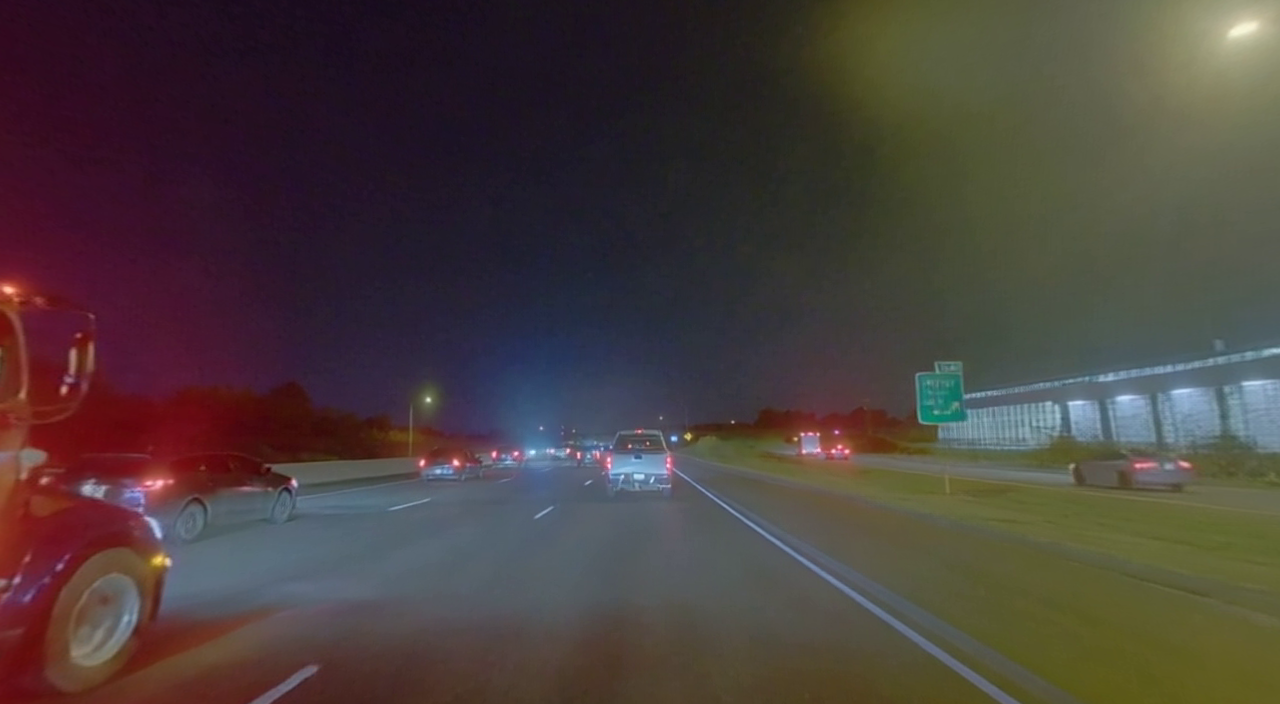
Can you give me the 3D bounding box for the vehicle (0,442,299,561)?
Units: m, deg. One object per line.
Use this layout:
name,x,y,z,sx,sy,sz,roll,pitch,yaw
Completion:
vehicle,-7.589,2.189,10.044,1.864,1.458,4.295,0,-9,0

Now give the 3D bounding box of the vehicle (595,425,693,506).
vehicle,0.080,2.806,15.954,2.152,1.779,3.924,0,-9,0

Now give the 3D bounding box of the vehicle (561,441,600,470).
vehicle,-3.527,6.227,38.202,1.952,1.649,4.131,0,-9,1

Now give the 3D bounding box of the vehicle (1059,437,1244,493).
vehicle,15.280,3.391,19.292,1.918,1.472,4.782,-1,-9,4

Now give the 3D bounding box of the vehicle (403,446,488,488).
vehicle,-7.357,4.385,24.372,1.869,1.466,4.217,0,-9,1
